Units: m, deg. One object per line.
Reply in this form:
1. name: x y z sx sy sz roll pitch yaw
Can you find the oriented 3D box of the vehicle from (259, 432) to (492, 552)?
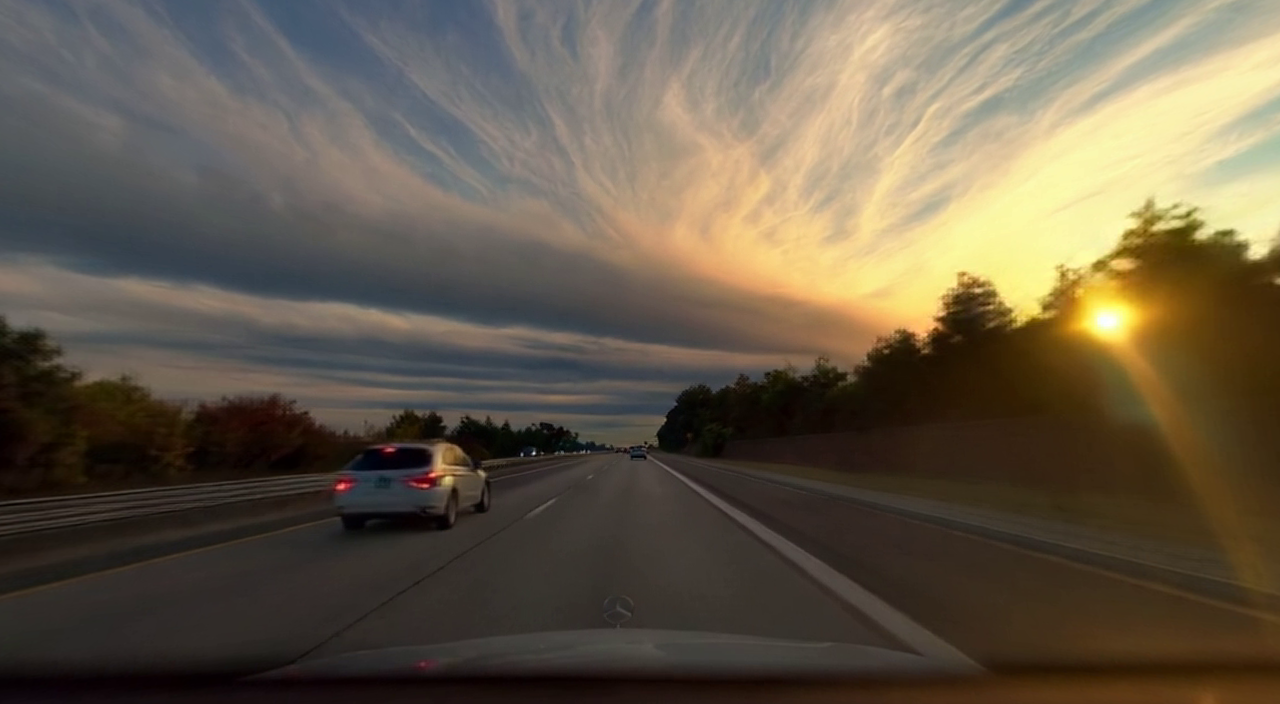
1. vehicle: -4.135 2.258 10.897 1.958 1.587 4.801 0 -9 0
